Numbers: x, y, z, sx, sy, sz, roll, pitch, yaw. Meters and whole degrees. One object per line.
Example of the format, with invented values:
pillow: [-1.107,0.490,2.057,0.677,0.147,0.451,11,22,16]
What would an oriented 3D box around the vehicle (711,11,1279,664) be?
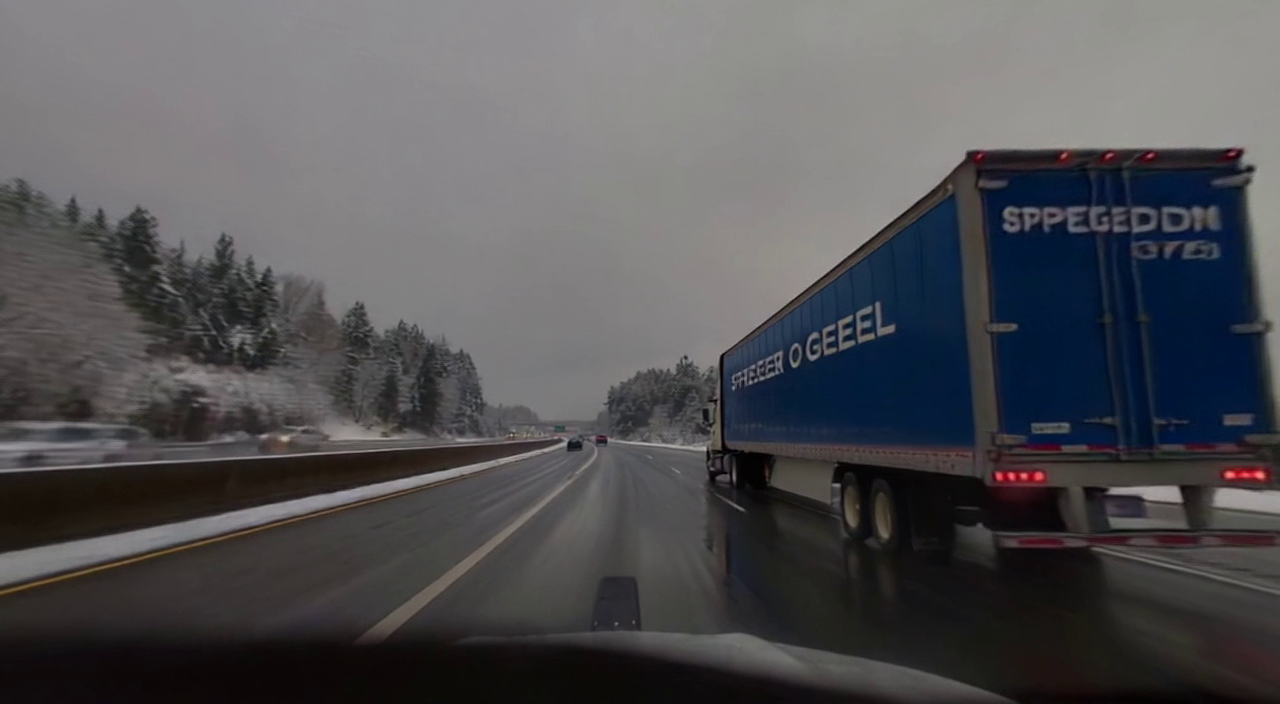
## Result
vehicle: [3.723,0.728,10.978,2.910,4.051,14.278,0,-8,-2]

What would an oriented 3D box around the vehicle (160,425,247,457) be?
vehicle: [-26.801,5.492,38.927,1.960,1.814,4.736,0,-8,0]

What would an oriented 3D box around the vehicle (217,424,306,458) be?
vehicle: [-19.593,4.642,32.889,1.912,1.649,4.609,0,-8,-2]
